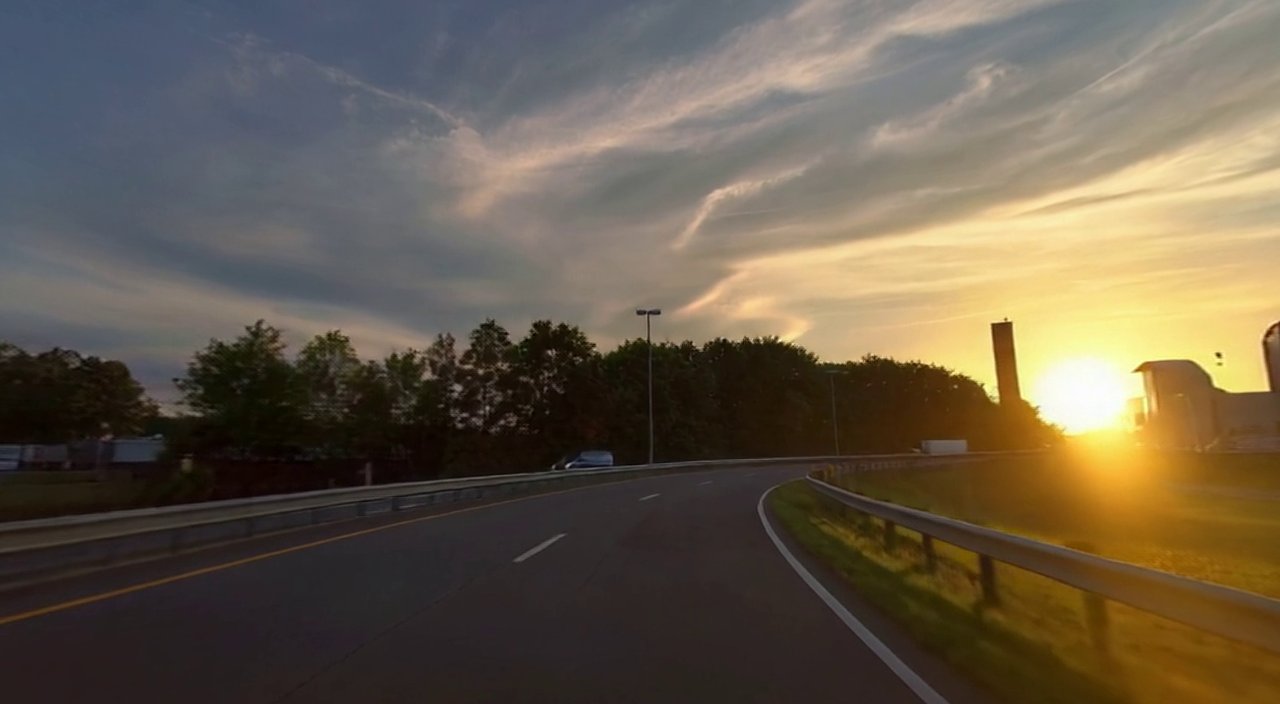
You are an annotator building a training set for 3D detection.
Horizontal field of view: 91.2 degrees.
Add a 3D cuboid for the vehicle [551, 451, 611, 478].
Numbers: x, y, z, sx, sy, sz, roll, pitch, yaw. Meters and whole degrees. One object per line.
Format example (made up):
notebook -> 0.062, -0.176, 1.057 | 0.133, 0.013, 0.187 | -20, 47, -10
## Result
vehicle -> -3.931, 7.579, 42.626 | 2.009, 1.707, 4.571 | -4, -10, 26
